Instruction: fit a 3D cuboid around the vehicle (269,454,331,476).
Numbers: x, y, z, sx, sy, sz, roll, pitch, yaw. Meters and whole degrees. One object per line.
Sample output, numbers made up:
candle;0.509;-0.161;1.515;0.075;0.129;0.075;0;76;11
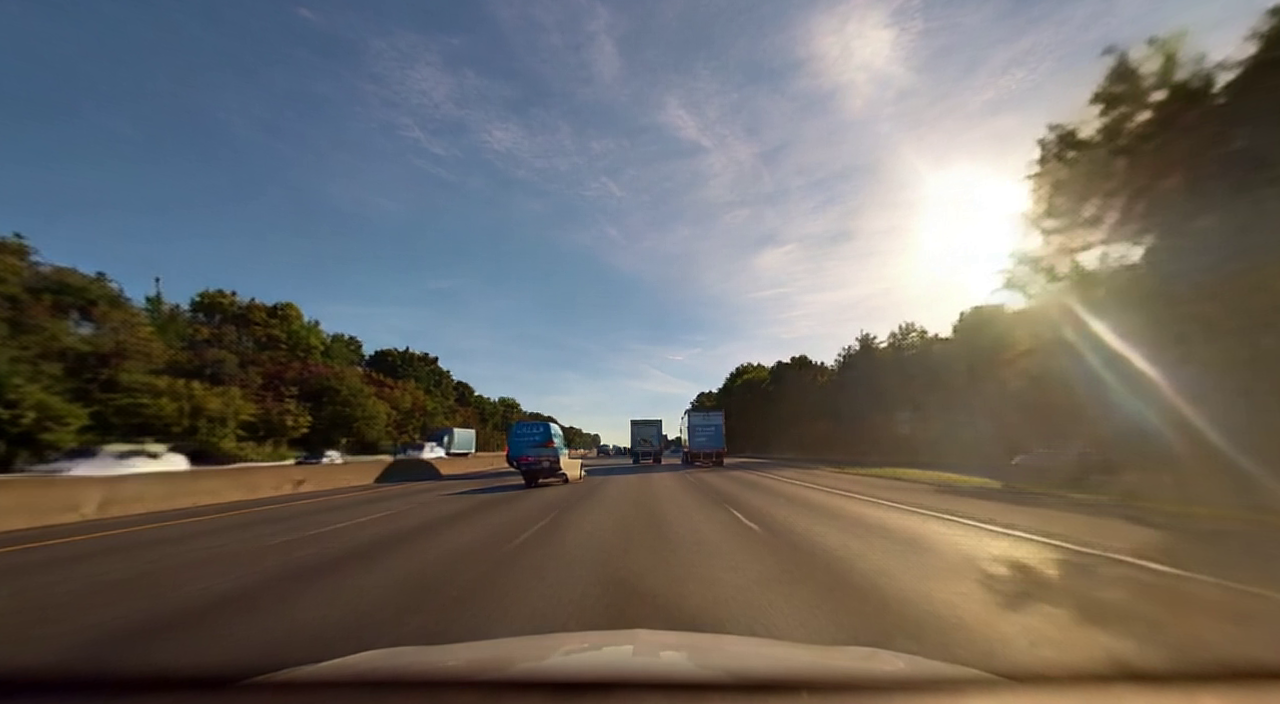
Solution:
vehicle;-23.905;7.913;44.536;1.813;1.448;4.550;0;-9;0

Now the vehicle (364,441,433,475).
vehicle;-13.113;5.794;34.557;2.029;1.703;4.156;0;-9;1

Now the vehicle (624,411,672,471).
vehicle;0.474;6.864;48.330;3.201;4.019;10.918;0;-9;-1

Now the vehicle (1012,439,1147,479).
vehicle;19.968;4.848;28.869;2.108;1.659;4.515;6;-11;-33

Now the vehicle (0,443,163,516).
vehicle;-13.404;2.789;14.205;1.835;1.418;4.358;0;-9;1

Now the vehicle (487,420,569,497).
vehicle;-3.529;3.432;20.523;2.033;2.234;3.490;0;-9;-1
